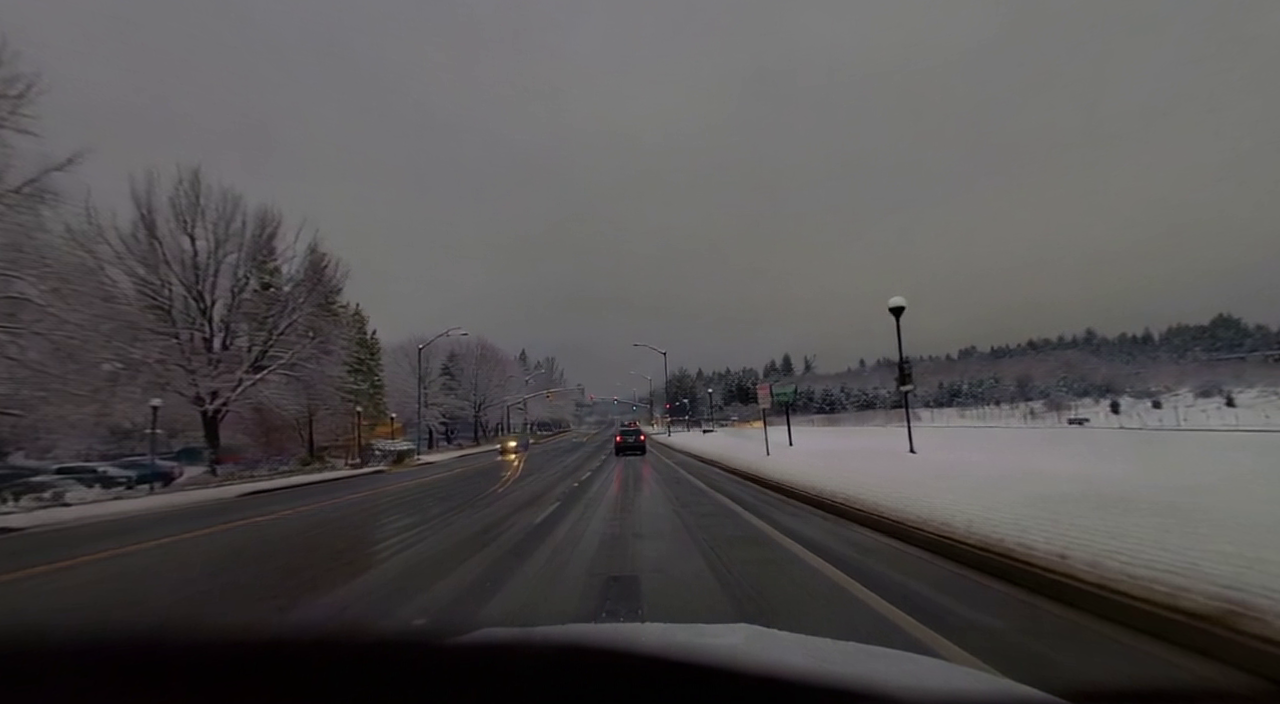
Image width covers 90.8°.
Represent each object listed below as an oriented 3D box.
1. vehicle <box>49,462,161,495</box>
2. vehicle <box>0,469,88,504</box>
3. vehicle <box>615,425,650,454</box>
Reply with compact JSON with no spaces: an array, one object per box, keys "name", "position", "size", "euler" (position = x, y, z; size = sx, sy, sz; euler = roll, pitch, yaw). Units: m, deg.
[{"name":"vehicle","position":[-30.205,7.146,35.779],"size":[4.497,1.590,2.029],"euler":[0,-6,1]},{"name":"vehicle","position":[-29.769,6.456,30.548],"size":[3.921,1.526,2.156],"euler":[1,-8,-6]},{"name":"vehicle","position":[-0.569,5.846,42.141],"size":[2.228,1.790,4.180],"euler":[0,-8,-2]}]
